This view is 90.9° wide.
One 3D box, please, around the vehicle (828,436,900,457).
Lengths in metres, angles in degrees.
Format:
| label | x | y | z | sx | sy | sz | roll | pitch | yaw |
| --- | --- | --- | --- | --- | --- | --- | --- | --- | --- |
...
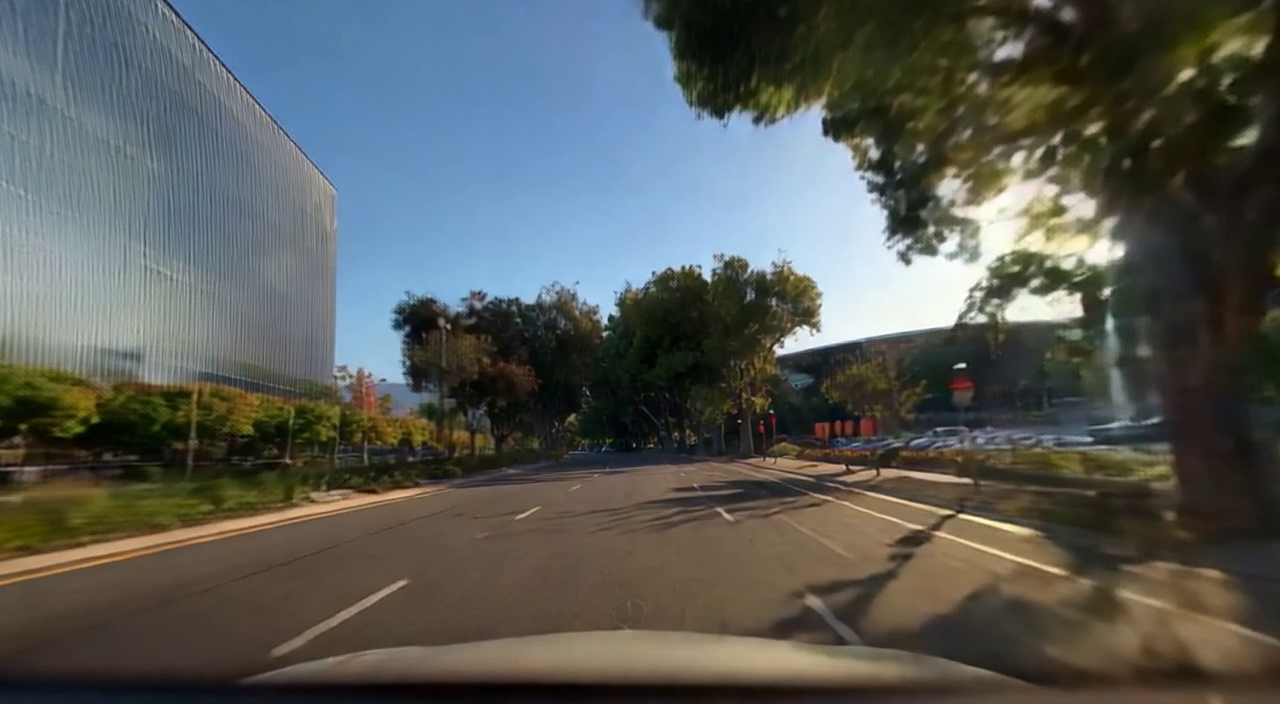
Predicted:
| label | x | y | z | sx | sy | sz | roll | pitch | yaw |
| --- | --- | --- | --- | --- | --- | --- | --- | --- | --- |
| vehicle | 16.300 | 6.898 | 45.996 | 4.526 | 1.517 | 1.979 | 1 | -9 | -5 |

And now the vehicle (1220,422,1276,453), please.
| label | x | y | z | sx | sy | sz | roll | pitch | yaw |
| --- | --- | --- | --- | --- | --- | --- | --- | --- | --- |
| vehicle | 35.167 | 4.968 | 36.527 | 1.924 | 1.636 | 4.297 | -6 | -10 | 40 |

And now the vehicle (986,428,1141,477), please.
| label | x | y | z | sx | sy | sz | roll | pitch | yaw |
| --- | --- | --- | --- | --- | --- | --- | --- | --- | --- |
| vehicle | 15.664 | 3.738 | 23.517 | 4.198 | 1.552 | 2.087 | -2 | -9 | 0 |
